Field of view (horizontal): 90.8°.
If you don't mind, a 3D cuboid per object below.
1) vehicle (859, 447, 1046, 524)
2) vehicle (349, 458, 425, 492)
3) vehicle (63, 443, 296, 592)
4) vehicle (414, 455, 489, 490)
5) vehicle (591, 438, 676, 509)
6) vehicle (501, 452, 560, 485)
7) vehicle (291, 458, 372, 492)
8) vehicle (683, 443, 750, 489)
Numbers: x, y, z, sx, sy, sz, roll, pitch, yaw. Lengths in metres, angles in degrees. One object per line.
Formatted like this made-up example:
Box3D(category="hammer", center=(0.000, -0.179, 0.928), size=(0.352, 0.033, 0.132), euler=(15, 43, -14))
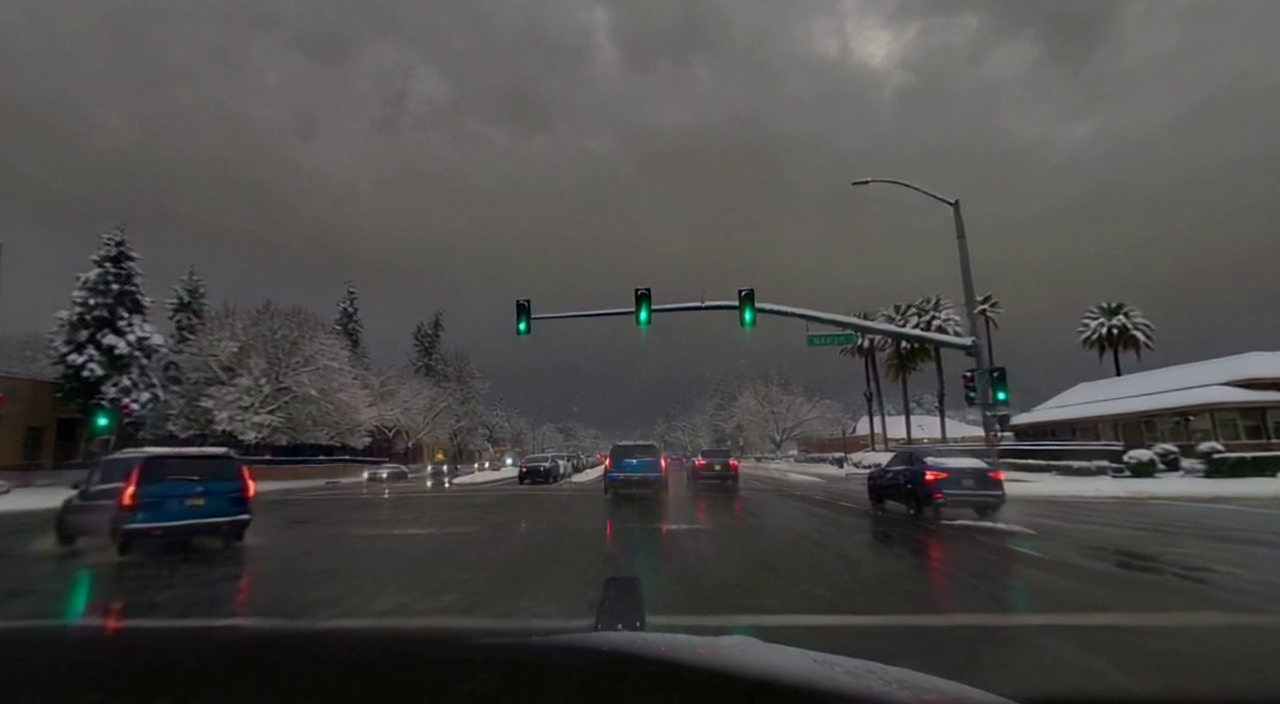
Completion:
Box3D(category="vehicle", center=(6.779, 2.898, 14.358), size=(1.944, 1.447, 4.309), euler=(0, -9, -1))
Box3D(category="vehicle", center=(-11.874, 5.786, 29.977), size=(1.850, 1.414, 4.184), euler=(0, -9, 1))
Box3D(category="vehicle", center=(-6.884, 2.226, 9.576), size=(2.201, 1.644, 4.465), euler=(6, -11, -36))
Box3D(category="vehicle", center=(-8.573, 5.472, 29.099), size=(2.061, 1.415, 4.289), euler=(0, -9, 1))
Box3D(category="vehicle", center=(-0.237, 3.402, 18.183), size=(2.151, 1.787, 4.109), euler=(0, -9, -2))
Box3D(category="vehicle", center=(-5.173, 5.564, 30.468), size=(2.030, 1.441, 4.324), euler=(0, -9, 1))
Box3D(category="vehicle", center=(-15.358, 6.132, 31.682), size=(2.048, 1.494, 4.069), euler=(0, -9, -1))
Box3D(category="vehicle", center=(3.024, 4.609, 25.900), size=(2.112, 1.710, 4.234), euler=(0, -9, -2))
